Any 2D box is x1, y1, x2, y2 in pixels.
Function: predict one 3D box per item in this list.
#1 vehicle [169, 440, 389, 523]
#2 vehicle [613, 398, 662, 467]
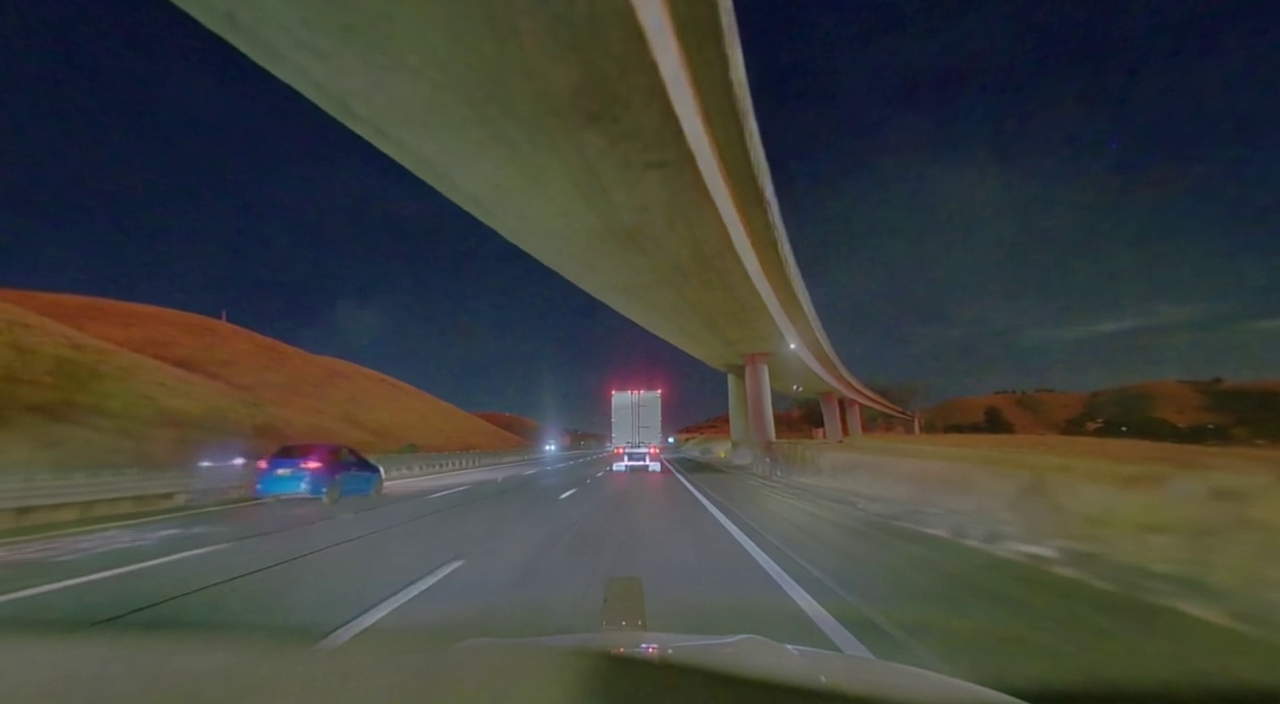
[{"bbox_3d":[-7.491,2.699,13.798,2.078,1.496,4.563,0,-8,1],"label":"vehicle"},{"bbox_3d":[-0.086,5.543,42.461,2.866,4.014,11.261,0,-8,1],"label":"vehicle"}]
